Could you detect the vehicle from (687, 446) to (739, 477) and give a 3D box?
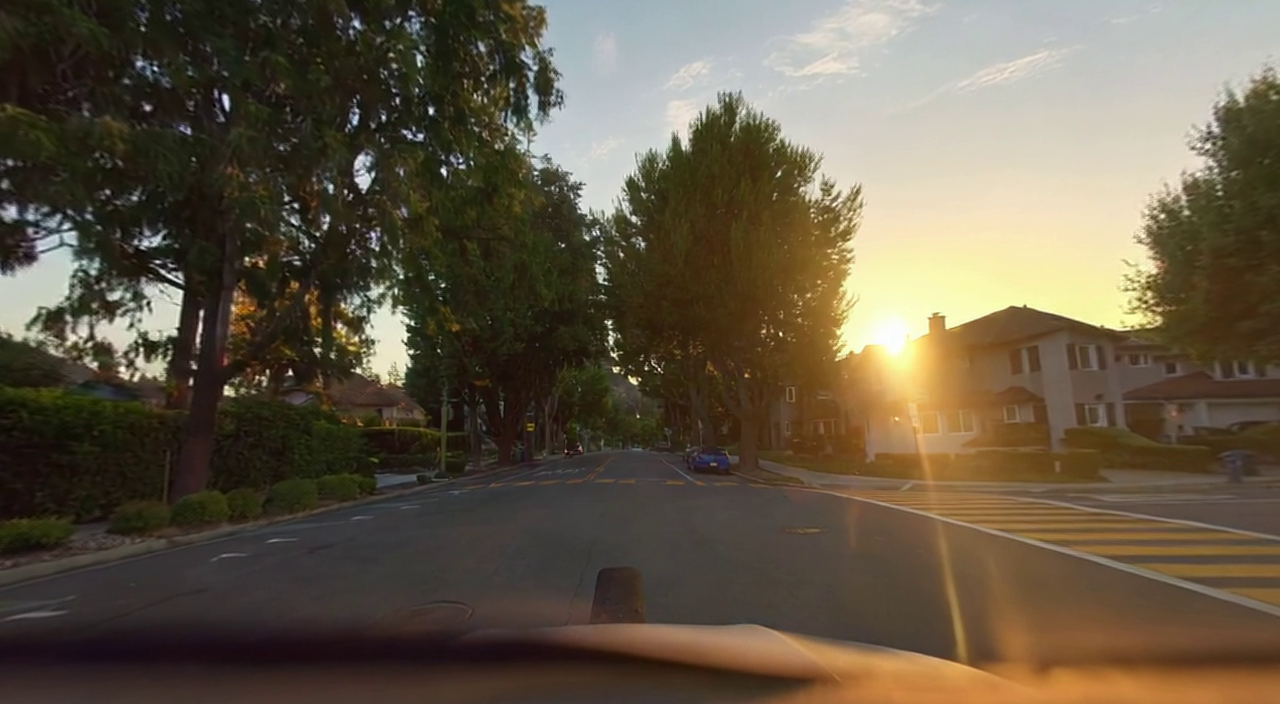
[{"bbox_3d":[3.616,5.513,32.125,1.961,1.472,4.434,0,-9,-2],"label":"vehicle"}]
